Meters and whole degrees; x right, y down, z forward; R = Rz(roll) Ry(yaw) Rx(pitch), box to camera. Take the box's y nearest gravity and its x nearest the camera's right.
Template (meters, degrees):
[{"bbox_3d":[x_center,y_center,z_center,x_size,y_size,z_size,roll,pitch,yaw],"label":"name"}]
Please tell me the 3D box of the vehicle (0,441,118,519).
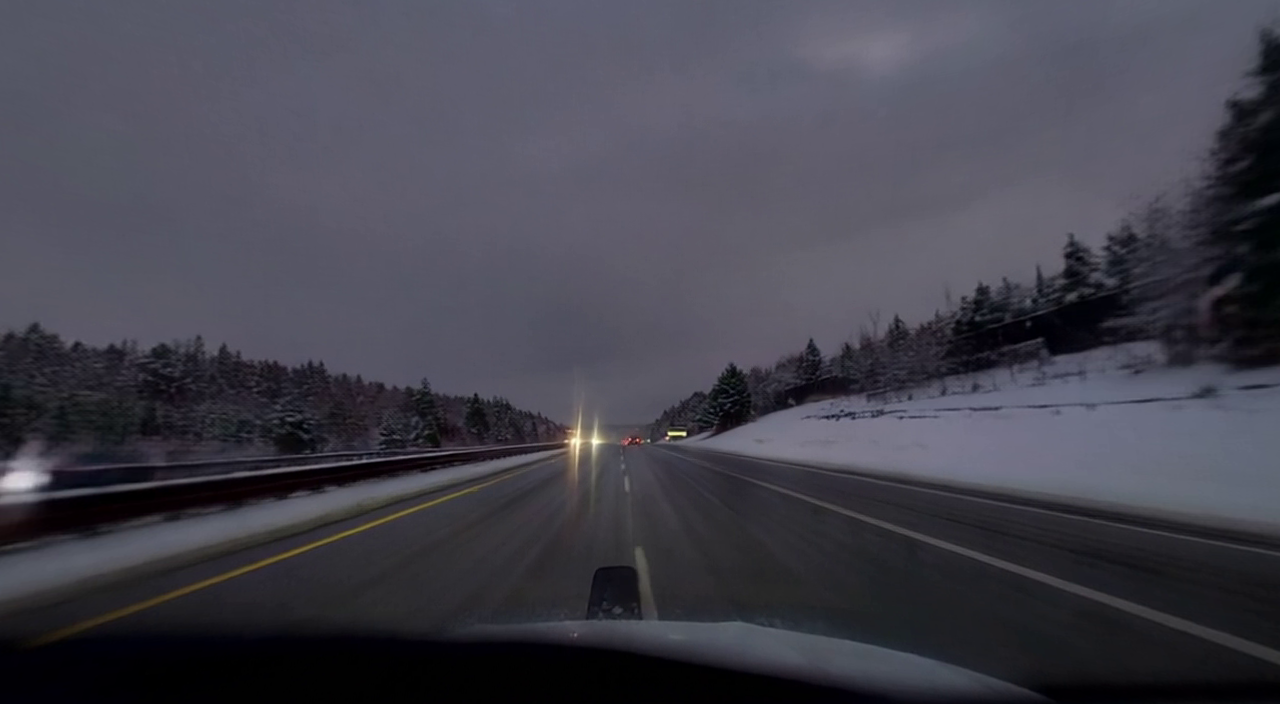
[{"bbox_3d":[-14.400,2.793,13.885,2.023,1.584,4.514,0,-8,-2],"label":"vehicle"}]
